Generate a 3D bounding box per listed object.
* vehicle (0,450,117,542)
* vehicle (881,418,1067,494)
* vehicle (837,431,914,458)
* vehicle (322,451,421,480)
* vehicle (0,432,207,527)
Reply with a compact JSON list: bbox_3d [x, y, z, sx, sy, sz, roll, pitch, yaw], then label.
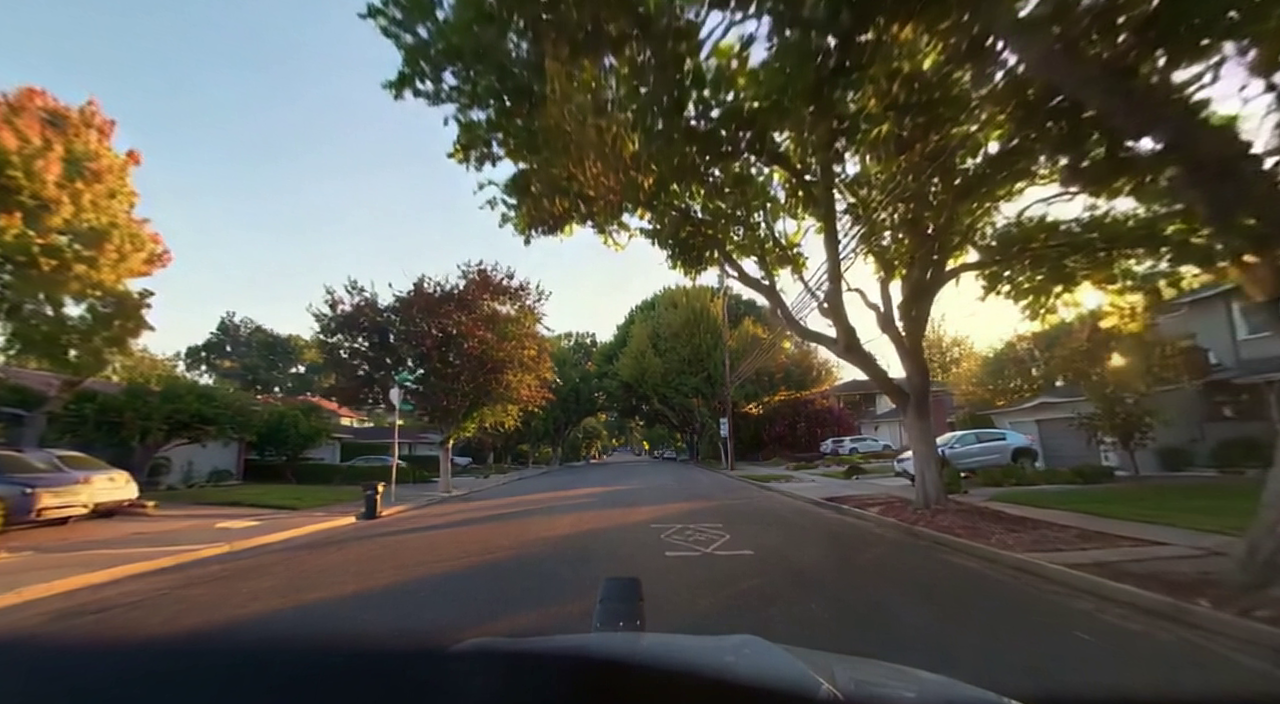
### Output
[{"bbox_3d":[-12.831,2.607,11.822,4.406,1.539,1.912,0,-9,2],"label":"vehicle"},{"bbox_3d":[10.432,3.274,20.001,4.697,1.604,1.838,-8,-9,-3],"label":"vehicle"},{"bbox_3d":[16.404,6.500,44.192,4.562,1.832,1.987,0,-9,-1],"label":"vehicle"},{"bbox_3d":[-14.067,5.903,33.124,4.477,1.449,1.922,5,-10,-31],"label":"vehicle"},{"bbox_3d":[-12.934,2.794,14.183,4.909,1.914,2.082,-1,-9,4],"label":"vehicle"}]
